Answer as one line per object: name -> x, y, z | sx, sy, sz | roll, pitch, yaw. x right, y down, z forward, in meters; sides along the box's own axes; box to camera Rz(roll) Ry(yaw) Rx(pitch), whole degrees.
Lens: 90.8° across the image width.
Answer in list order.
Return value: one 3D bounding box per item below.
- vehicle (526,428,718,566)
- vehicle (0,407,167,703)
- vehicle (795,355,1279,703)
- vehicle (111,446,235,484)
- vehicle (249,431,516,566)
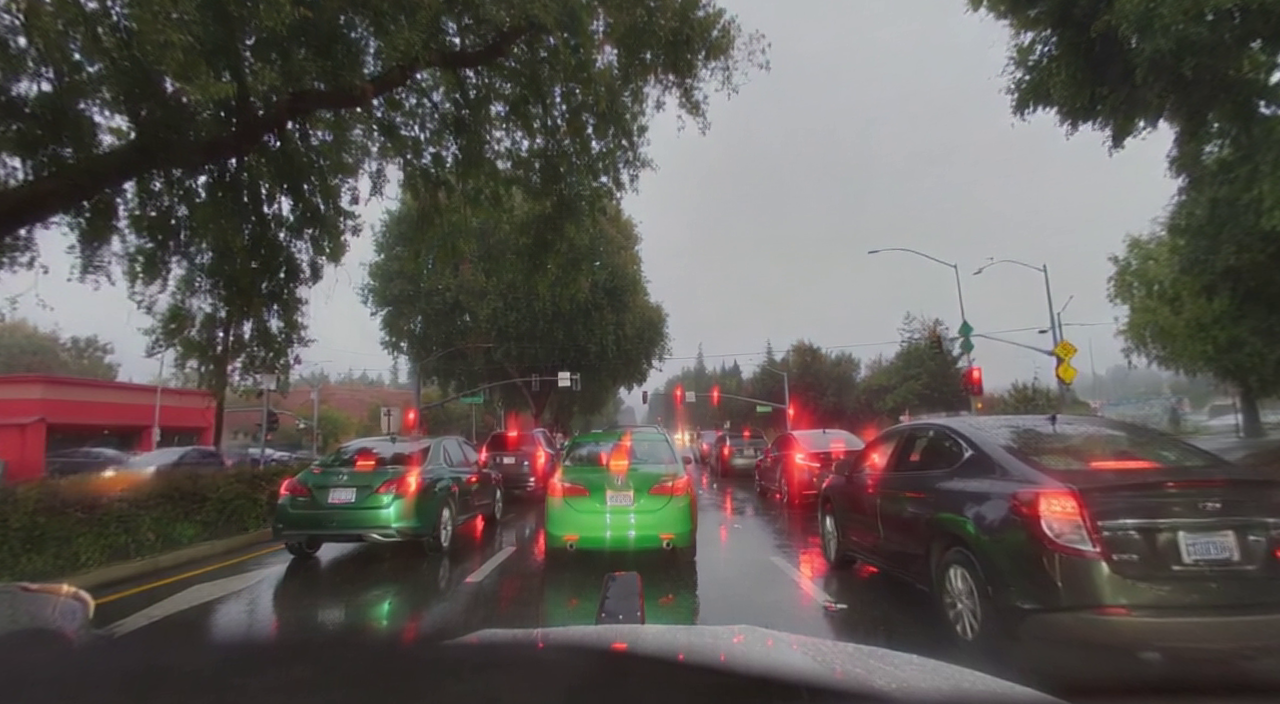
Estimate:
vehicle -> -0.203, 1.833, 8.710 | 2.041, 1.450, 3.847 | 0, -8, 0
vehicle -> -3.355, 0.715, 0.847 | 1.863, 1.448, 4.697 | 0, -8, -1
vehicle -> 3.004, 1.195, 5.158 | 2.196, 1.676, 4.865 | 0, -8, -1
vehicle -> -19.593, 4.716, 26.803 | 2.075, 1.445, 4.597 | 1, -8, -6
vehicle -> -3.201, 1.890, 8.945 | 1.917, 1.441, 4.128 | -1, -8, 2
